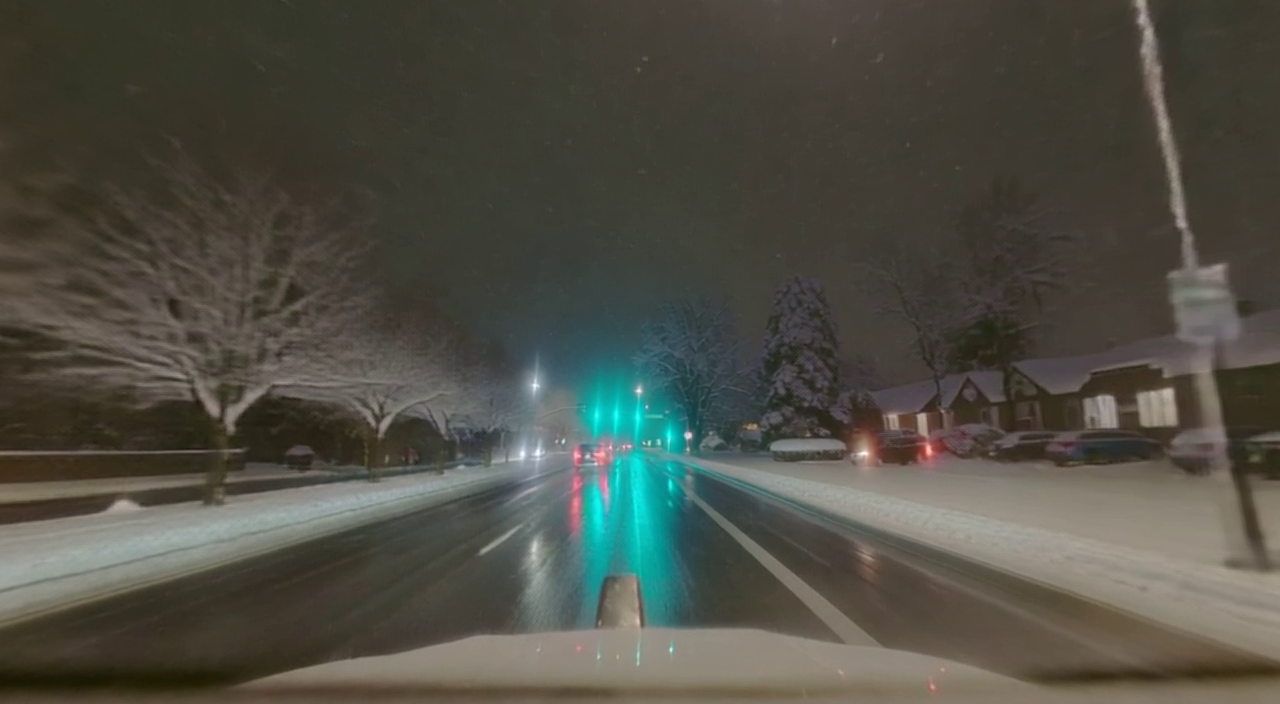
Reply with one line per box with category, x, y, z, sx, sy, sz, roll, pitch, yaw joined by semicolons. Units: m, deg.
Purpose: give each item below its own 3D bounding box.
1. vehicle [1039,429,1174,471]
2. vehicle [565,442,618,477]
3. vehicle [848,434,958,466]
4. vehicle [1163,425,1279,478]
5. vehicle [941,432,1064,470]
vehicle;17.327;3.654;23.566;3.846;1.488;1.695;1;-9;-8
vehicle;-2.188;5.026;29.770;2.011;1.498;4.914;0;-9;1
vehicle;15.444;5.778;37.283;5.604;1.833;2.128;1;-9;-8
vehicle;17.934;2.894;18.211;4.382;1.385;1.925;3;-9;-11
vehicle;16.713;4.563;29.250;4.564;1.663;2.033;1;-9;-9
